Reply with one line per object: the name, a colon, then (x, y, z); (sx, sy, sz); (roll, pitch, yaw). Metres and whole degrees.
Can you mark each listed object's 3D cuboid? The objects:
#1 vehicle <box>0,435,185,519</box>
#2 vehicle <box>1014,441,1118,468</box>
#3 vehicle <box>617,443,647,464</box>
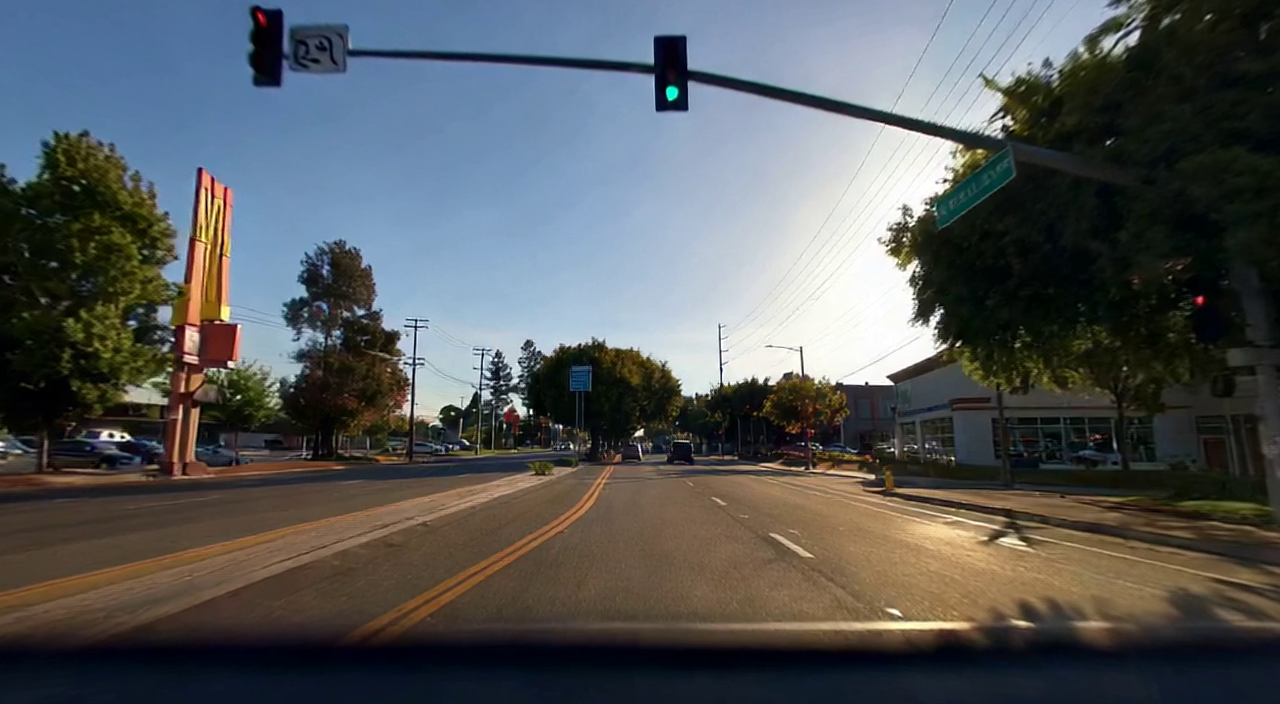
vehicle: (-13.230, 2.766, 14.596); (2.012, 1.621, 4.417); (0, -8, 1)
vehicle: (24.916, 5.975, 37.126); (2.066, 1.467, 4.486); (5, -10, -31)
vehicle: (-0.624, 7.646, 47.901); (2.152, 1.499, 4.118); (0, -8, -1)
